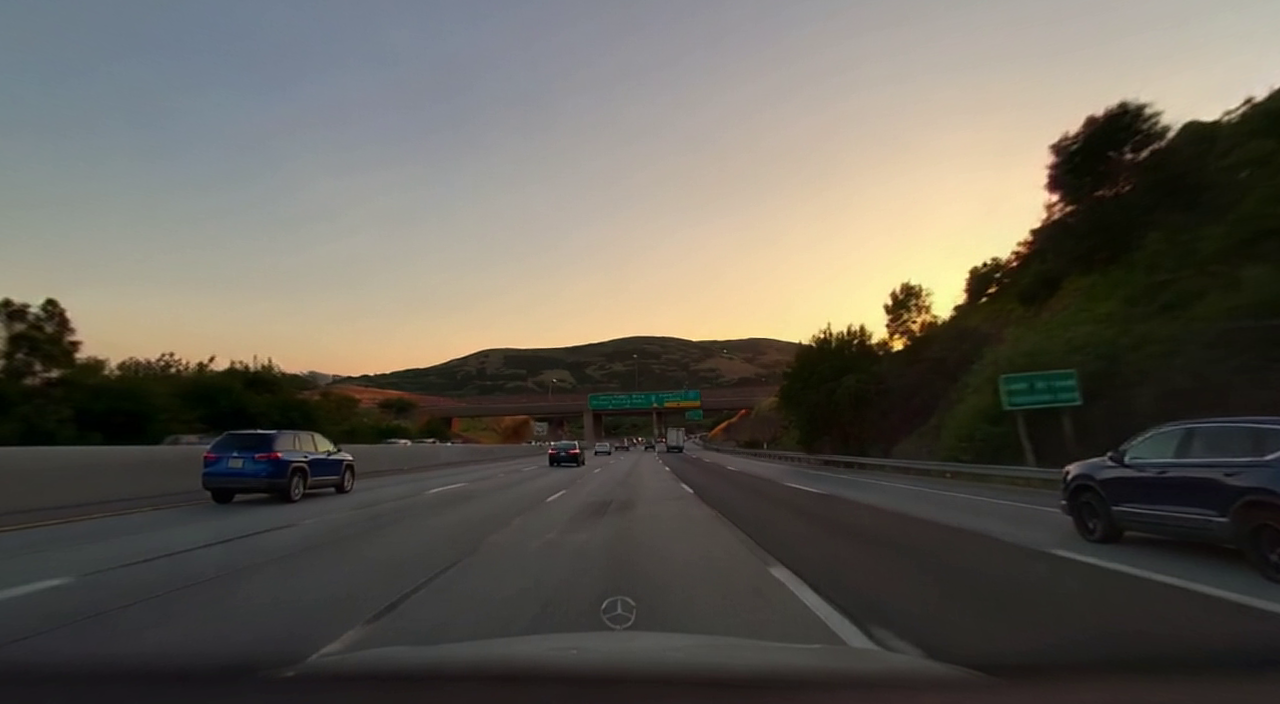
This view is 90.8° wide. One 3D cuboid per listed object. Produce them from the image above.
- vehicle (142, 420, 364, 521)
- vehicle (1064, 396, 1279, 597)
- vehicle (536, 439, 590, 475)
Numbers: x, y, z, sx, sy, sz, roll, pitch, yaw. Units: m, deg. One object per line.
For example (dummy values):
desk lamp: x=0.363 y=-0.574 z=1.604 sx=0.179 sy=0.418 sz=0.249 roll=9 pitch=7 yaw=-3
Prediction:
vehicle: x=-7.469 y=2.325 z=12.820 sx=1.860 sy=1.694 sz=4.173 roll=0 pitch=-9 yaw=0
vehicle: x=6.513 y=1.316 z=5.888 sx=1.950 sy=1.719 sz=4.545 roll=0 pitch=-9 yaw=0
vehicle: x=-3.440 y=4.785 z=29.024 sx=1.925 sy=1.509 sz=4.363 roll=0 pitch=-9 yaw=1
